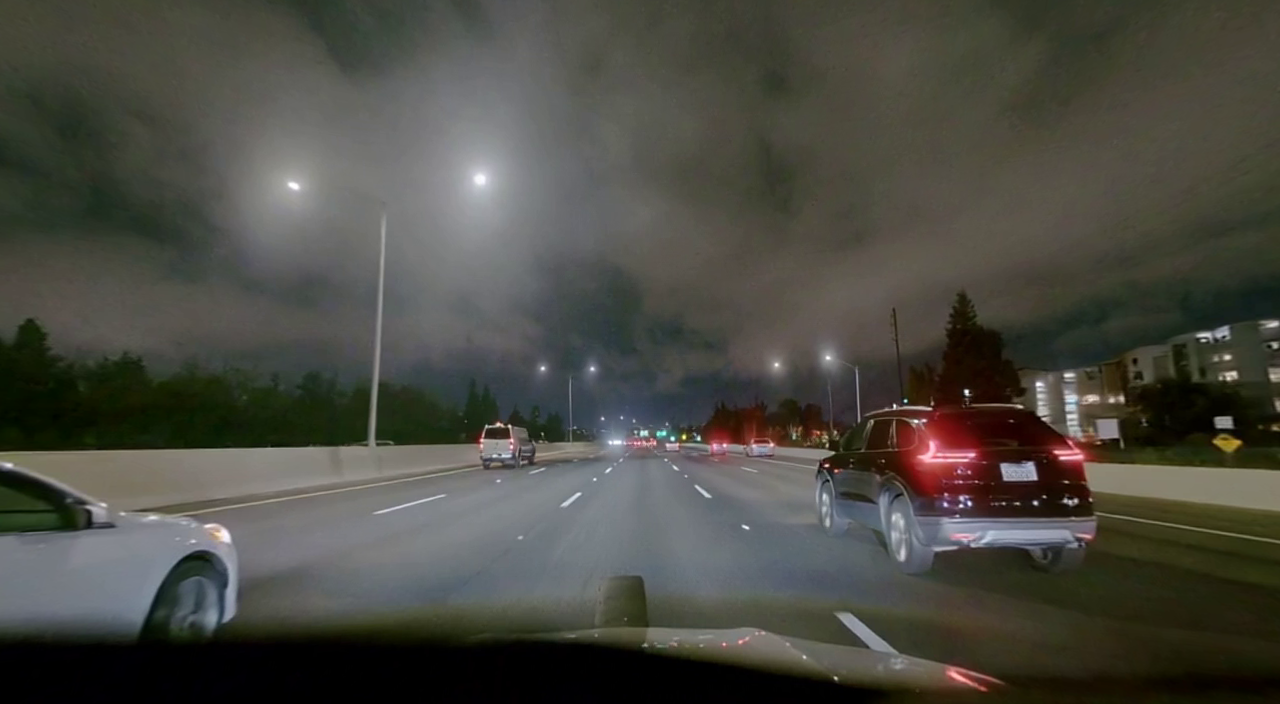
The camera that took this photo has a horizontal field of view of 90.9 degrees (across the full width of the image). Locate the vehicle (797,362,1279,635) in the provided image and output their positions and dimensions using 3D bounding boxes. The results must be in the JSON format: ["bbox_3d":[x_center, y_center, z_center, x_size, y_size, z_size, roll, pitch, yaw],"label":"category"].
[{"bbox_3d":[3.386,1.348,6.792,2.148,1.852,4.835,0,-8,0],"label":"vehicle"}]

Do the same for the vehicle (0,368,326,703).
[{"bbox_3d":[-3.370,0.825,2.182,2.080,1.542,4.718,0,-8,1],"label":"vehicle"}]

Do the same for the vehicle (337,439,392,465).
[{"bbox_3d":[-15.705,5.719,36.106,1.520,1.412,3.458,0,-8,1],"label":"vehicle"}]

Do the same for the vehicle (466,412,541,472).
[{"bbox_3d":[-6.969,4.723,33.067,2.362,2.778,6.630,0,-8,0],"label":"vehicle"}]
